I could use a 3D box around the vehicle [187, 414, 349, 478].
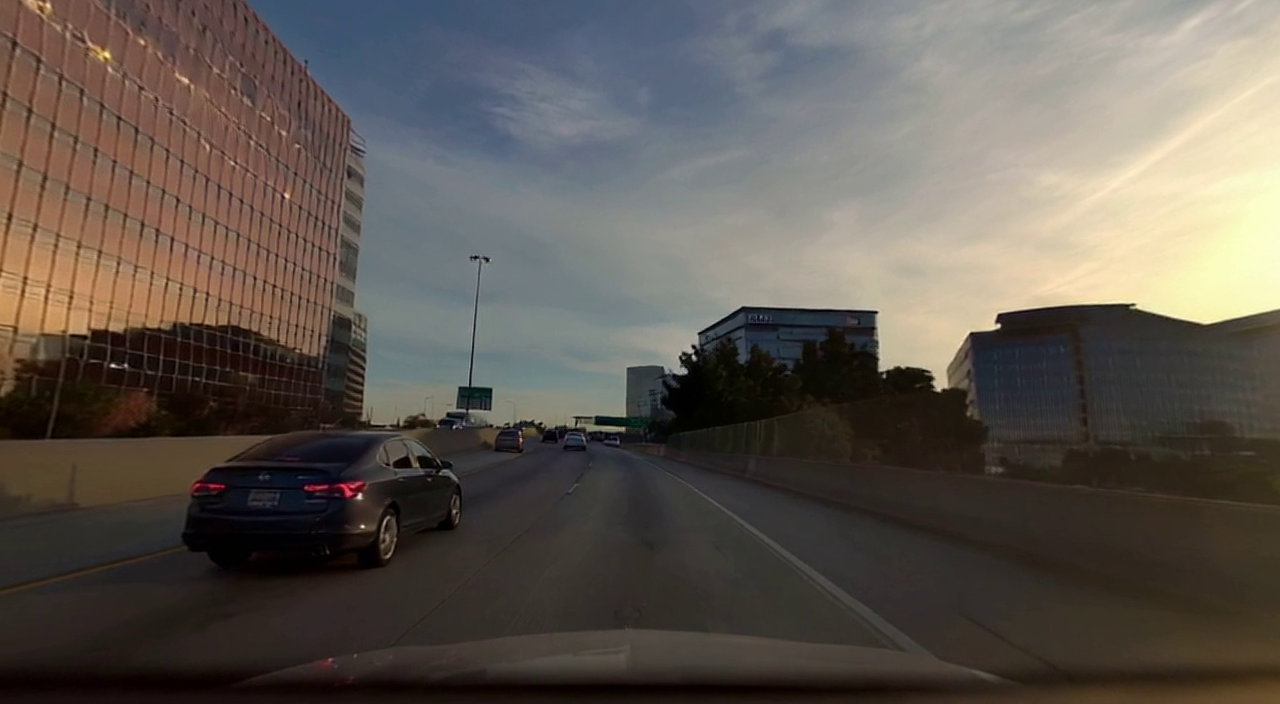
[{"bbox_3d":[-10.921,2.834,19.025,2.078,1.664,4.595,0,-8,0],"label":"vehicle"}]

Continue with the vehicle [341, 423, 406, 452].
[{"bbox_3d":[-15.208,4.935,36.171,1.906,1.506,4.269,0,-8,-1],"label":"vehicle"}]

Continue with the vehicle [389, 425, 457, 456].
[{"bbox_3d":[-11.293,4.670,33.160,1.953,1.520,4.549,0,-8,0],"label":"vehicle"}]

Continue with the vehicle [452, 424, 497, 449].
[{"bbox_3d":[-11.426,5.899,43.799,2.033,1.662,4.394,0,-8,-1],"label":"vehicle"}]
